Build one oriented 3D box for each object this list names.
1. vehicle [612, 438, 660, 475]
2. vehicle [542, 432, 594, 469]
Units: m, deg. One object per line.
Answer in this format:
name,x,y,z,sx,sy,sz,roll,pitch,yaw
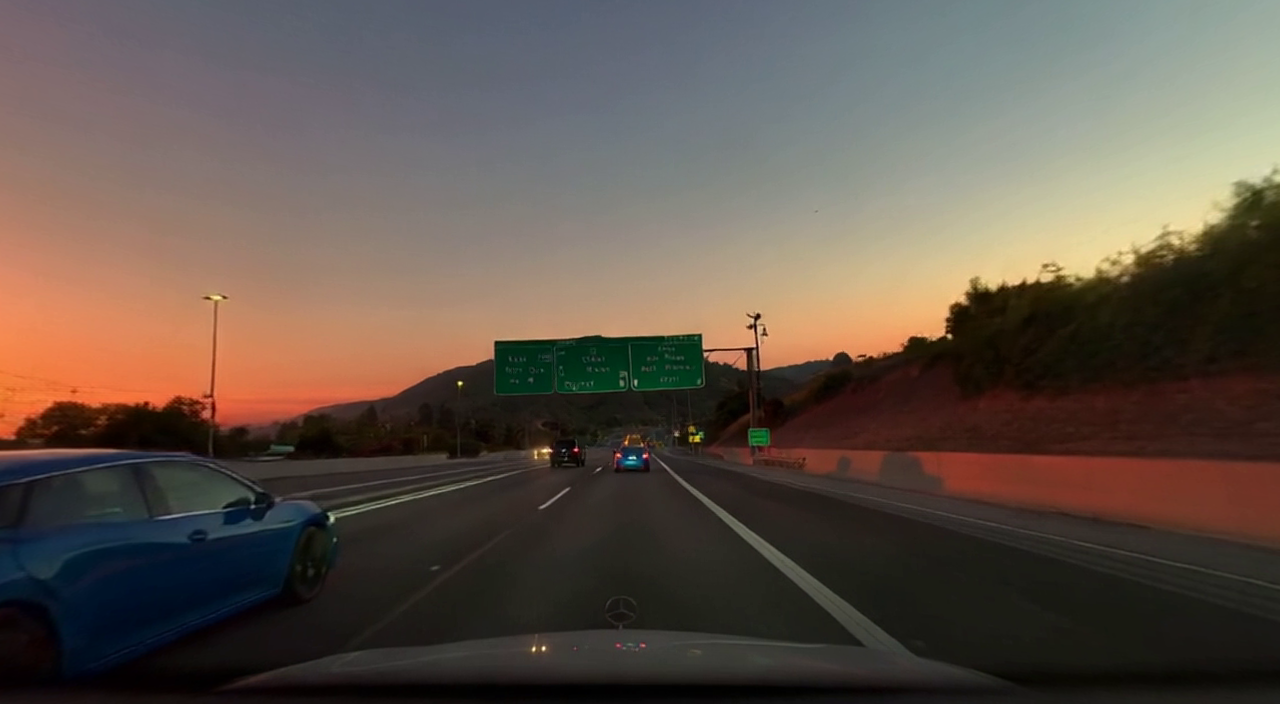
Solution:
vehicle,-0.164,4.857,29.471,2.086,1.548,4.325,0,-8,0
vehicle,-3.933,5.494,35.366,2.264,1.901,4.647,0,-8,1
